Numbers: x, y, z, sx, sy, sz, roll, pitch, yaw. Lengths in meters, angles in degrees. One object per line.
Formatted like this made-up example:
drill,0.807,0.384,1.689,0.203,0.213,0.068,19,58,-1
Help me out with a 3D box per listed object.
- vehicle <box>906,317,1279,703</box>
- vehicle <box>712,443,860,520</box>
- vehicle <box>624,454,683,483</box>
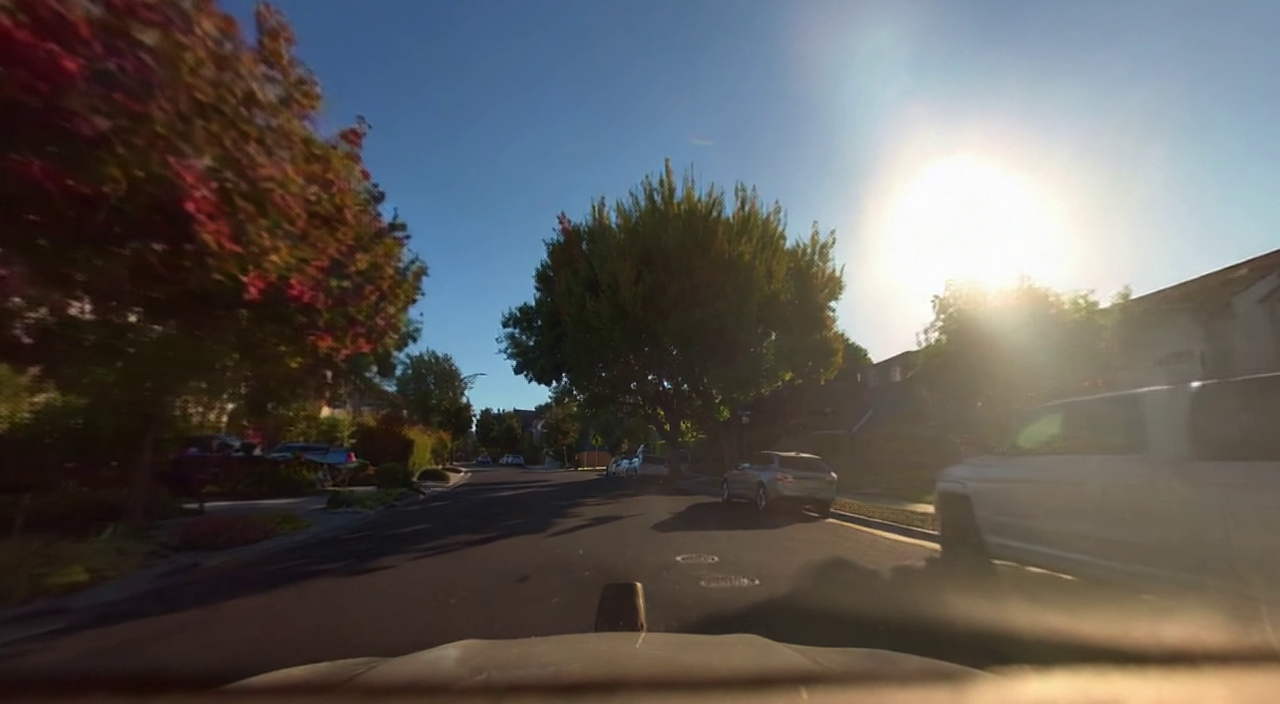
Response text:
vehicle,4.900,1.109,4.765,2.788,2.227,6.194,0,-9,-3
vehicle,3.772,3.441,17.522,2.111,1.771,4.942,1,-9,-11
vehicle,0.718,6.746,37.004,2.193,1.504,4.576,2,-9,-16
